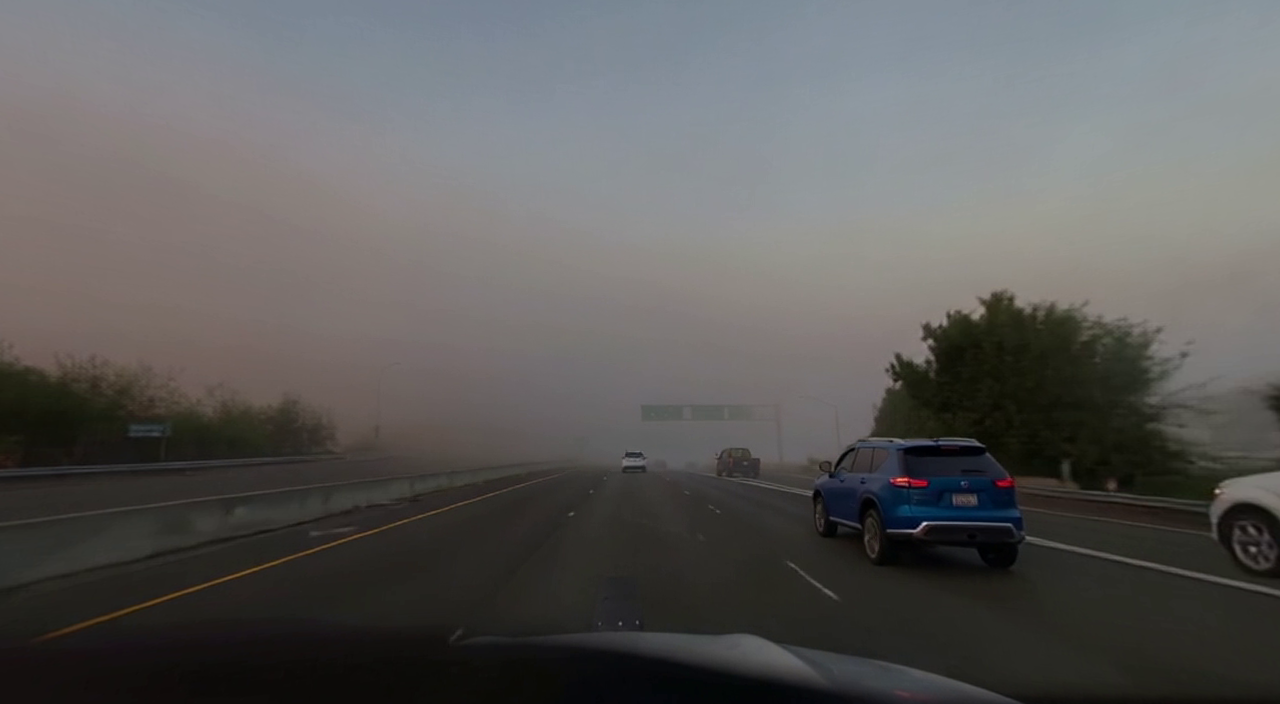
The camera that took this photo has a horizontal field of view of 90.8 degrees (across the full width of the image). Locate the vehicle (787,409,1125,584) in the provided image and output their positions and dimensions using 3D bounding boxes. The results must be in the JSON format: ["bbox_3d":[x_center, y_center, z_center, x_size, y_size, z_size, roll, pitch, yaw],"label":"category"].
[{"bbox_3d":[3.556,1.716,8.293,2.097,1.659,4.320,0,-9,-1],"label":"vehicle"}]

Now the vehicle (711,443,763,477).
[{"bbox_3d":[6.924,7.805,46.026,2.526,2.230,6.190,0,-9,-3],"label":"vehicle"}]

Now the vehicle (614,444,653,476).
[{"bbox_3d":[-0.424,6.476,38.072,2.181,1.768,4.383,0,-9,-2],"label":"vehicle"}]
